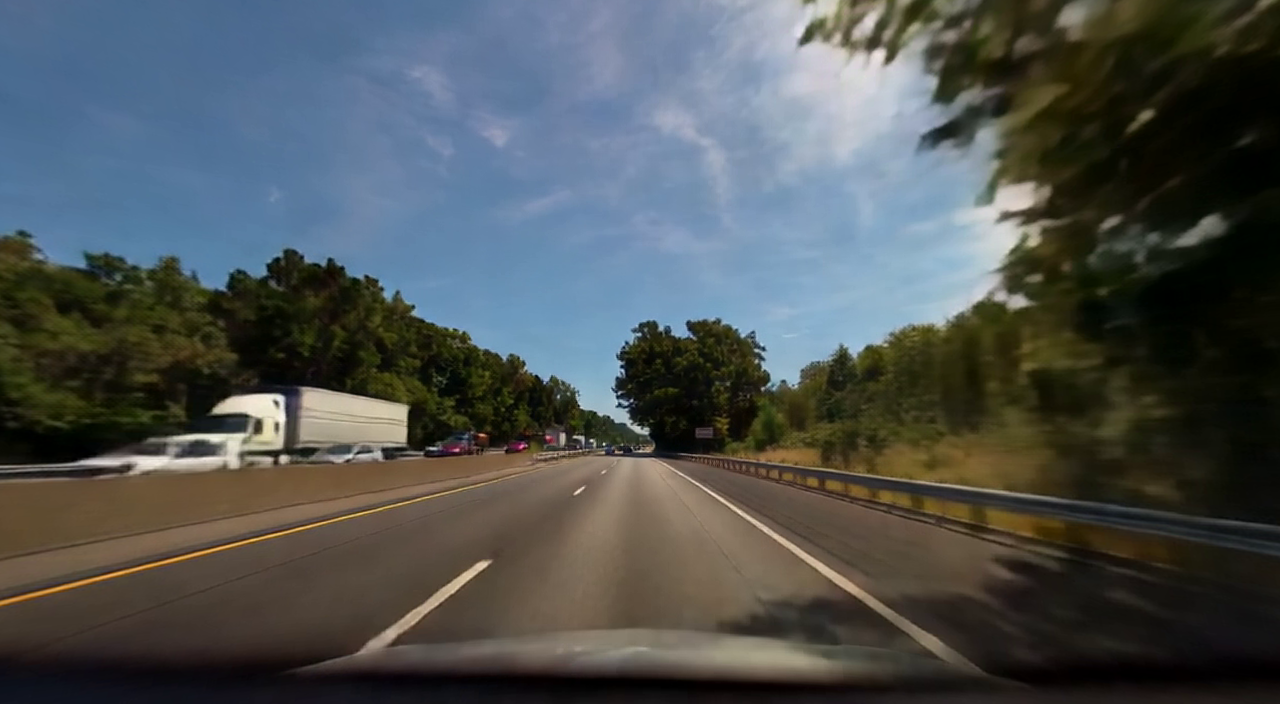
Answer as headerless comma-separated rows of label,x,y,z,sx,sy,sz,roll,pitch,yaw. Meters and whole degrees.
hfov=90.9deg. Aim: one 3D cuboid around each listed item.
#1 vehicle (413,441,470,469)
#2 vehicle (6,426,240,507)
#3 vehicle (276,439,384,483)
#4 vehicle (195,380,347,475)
vehicle,-12.661,6.601,40.512,1.919,1.636,5.221,0,-9,0
vehicle,-12.644,2.829,15.930,1.932,1.742,4.577,0,-9,1
vehicle,-12.315,4.353,25.406,1.995,1.557,4.654,0,-9,0
vehicle,-17.260,3.719,30.186,3.168,4.049,6.561,0,-9,-1
